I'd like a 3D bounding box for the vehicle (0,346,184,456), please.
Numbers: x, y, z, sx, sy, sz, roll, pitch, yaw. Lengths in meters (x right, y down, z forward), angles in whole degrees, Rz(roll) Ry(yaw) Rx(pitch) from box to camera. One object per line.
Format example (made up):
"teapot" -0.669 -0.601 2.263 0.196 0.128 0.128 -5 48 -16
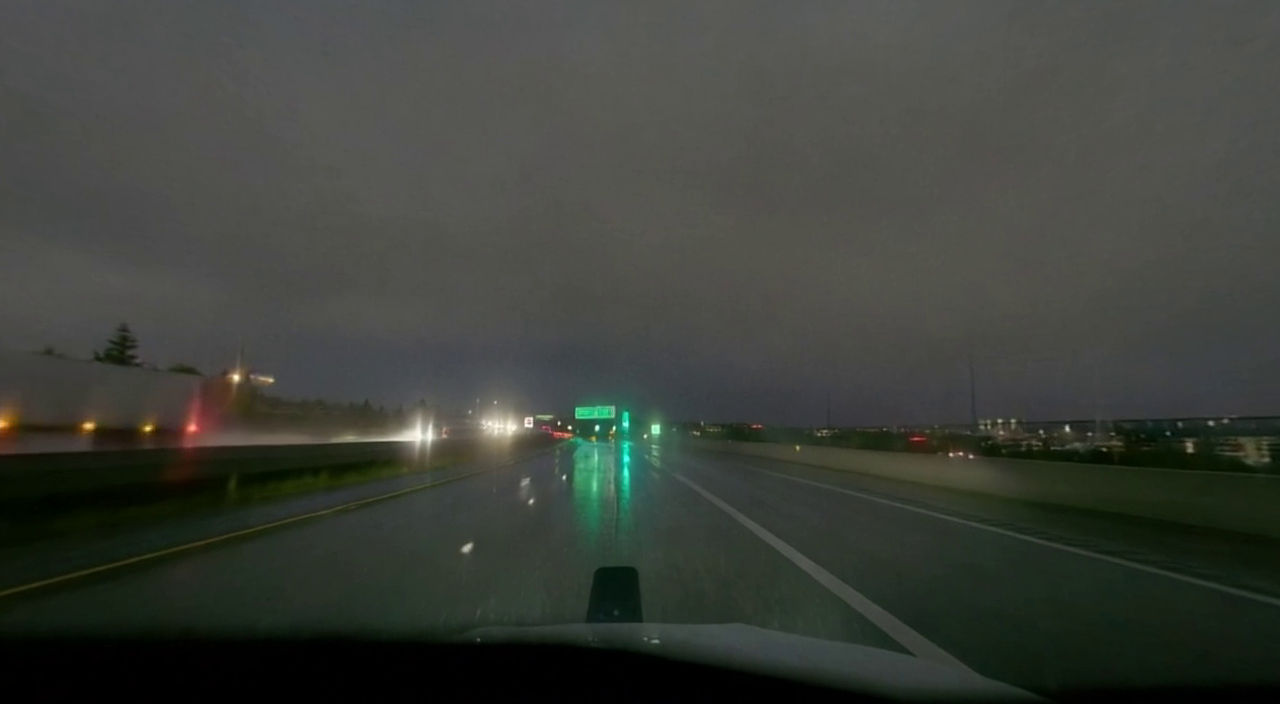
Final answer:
"vehicle" -25.598 2.237 26.529 2.895 4.066 14.108 0 -8 -3
